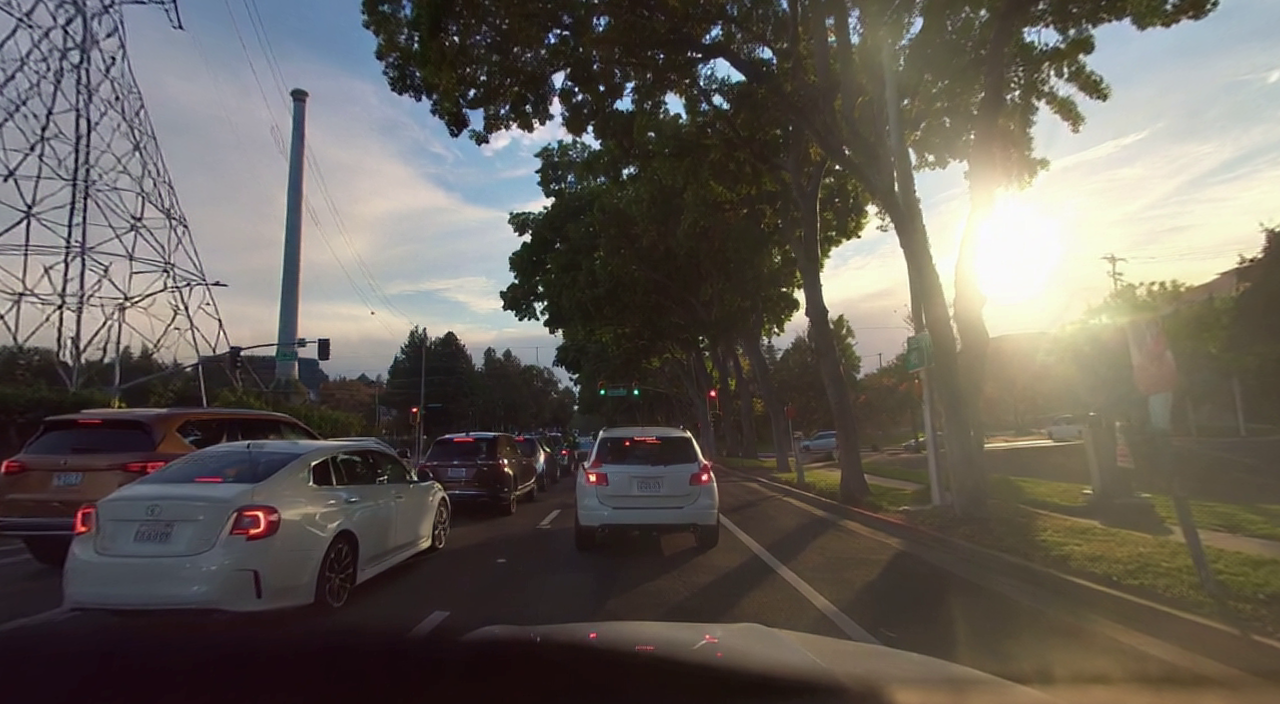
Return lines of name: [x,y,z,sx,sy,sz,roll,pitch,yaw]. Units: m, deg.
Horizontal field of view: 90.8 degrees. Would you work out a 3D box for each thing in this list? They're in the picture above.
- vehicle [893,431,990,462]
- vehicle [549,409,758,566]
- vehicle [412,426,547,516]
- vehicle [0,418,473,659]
vehicle: [15.084,4.741,31.731,3.858,1.437,1.899,0,-8,-5]
vehicle: [0.086,1.757,8.957,2.239,1.661,4.224,0,-8,-2]
vehicle: [-3.259,2.492,13.683,1.997,1.636,3.760,0,-8,-1]
vehicle: [-3.181,1.484,6.214,1.973,1.469,4.448,0,-8,-1]
